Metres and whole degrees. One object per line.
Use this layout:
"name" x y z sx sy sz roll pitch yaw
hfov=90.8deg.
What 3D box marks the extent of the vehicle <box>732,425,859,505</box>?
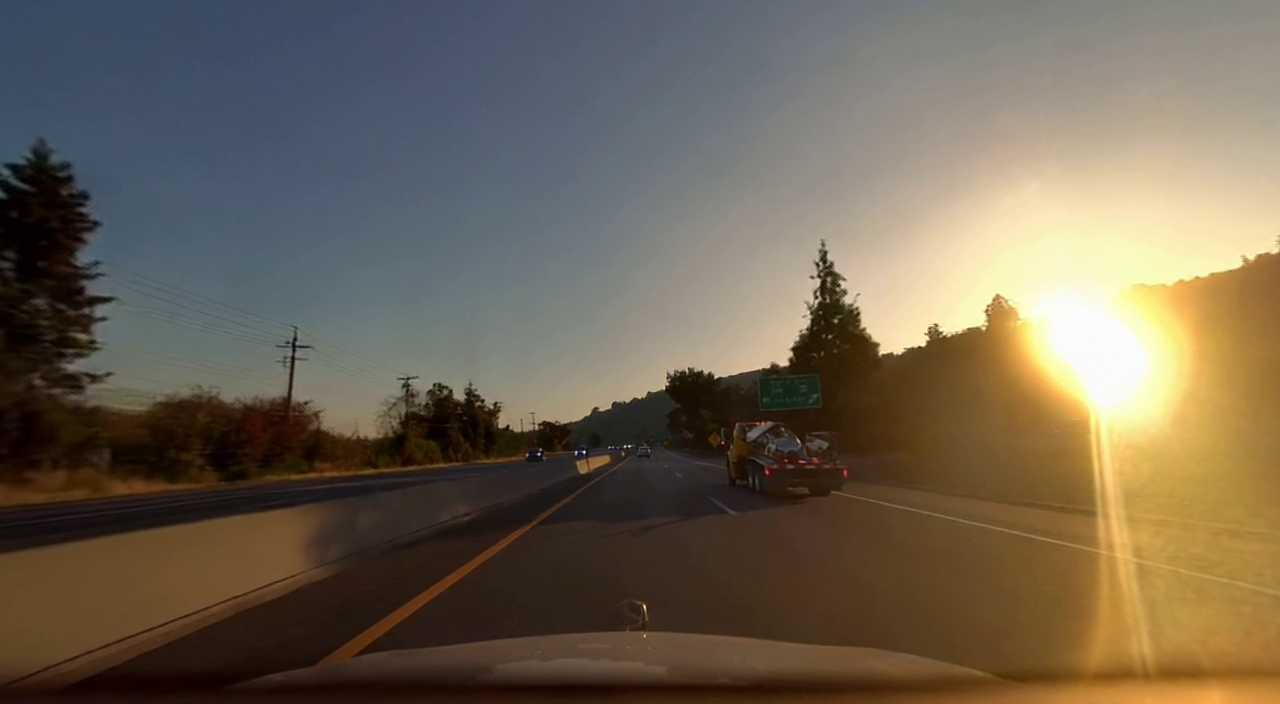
"vehicle" 4.350 3.286 18.745 2.309 2.003 5.139 0 -9 -2
